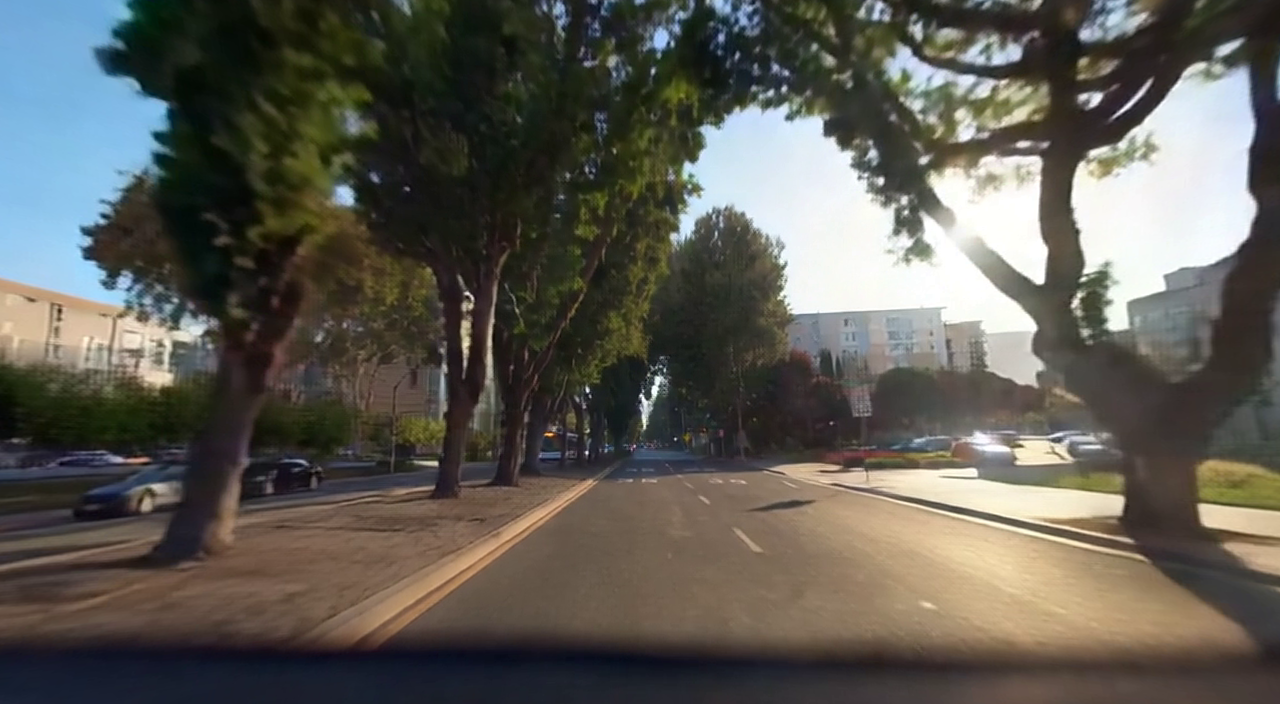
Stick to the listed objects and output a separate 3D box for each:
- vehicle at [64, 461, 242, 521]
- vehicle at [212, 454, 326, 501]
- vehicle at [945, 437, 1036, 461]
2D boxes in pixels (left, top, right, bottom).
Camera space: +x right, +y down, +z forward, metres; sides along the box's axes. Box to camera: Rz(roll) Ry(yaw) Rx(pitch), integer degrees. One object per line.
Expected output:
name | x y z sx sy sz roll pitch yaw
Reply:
vehicle | -14.093 4.012 18.642 1.835 1.434 4.325 0 -8 0
vehicle | -14.013 4.711 24.114 1.816 1.567 3.957 0 -8 3
vehicle | 21.392 5.942 38.580 4.404 1.440 1.900 0 -8 1
